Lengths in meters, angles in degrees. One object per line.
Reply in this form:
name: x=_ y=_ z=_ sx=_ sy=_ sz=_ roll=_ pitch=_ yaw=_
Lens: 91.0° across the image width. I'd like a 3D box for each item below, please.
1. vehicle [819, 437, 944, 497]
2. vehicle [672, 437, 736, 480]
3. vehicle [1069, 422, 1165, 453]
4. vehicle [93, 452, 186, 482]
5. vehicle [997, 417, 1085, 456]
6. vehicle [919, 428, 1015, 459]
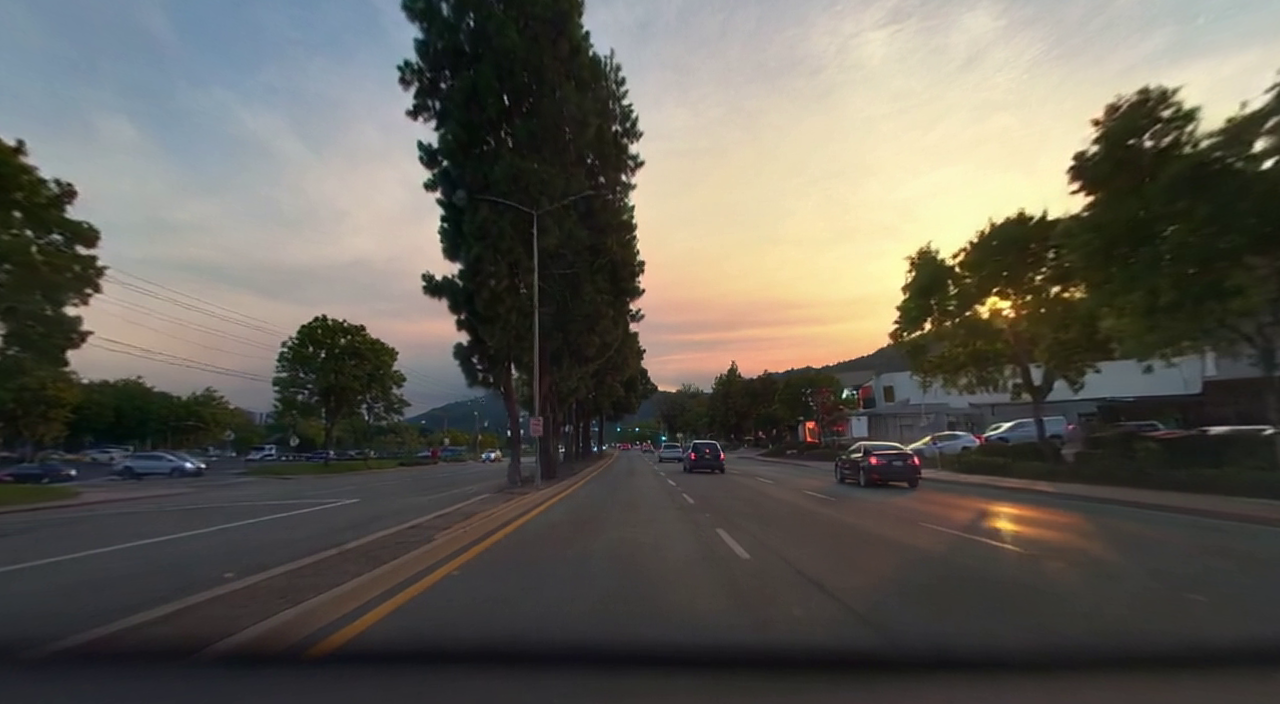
vehicle: x=6.833 y=3.270 z=18.338 sx=1.886 sy=1.528 sz=4.169 roll=0 pitch=-9 yaw=-1
vehicle: x=2.641 y=4.531 z=27.077 sx=2.161 sy=1.676 sz=4.151 roll=0 pitch=-9 yaw=-2
vehicle: x=33.334 y=6.059 z=44.269 sx=2.307 sy=2.019 sz=5.604 roll=0 pitch=-9 yaw=-1
vehicle: x=-33.739 y=7.721 z=42.612 sx=1.999 sy=1.834 sz=4.697 roll=-1 pitch=-9 yaw=9
vehicle: x=28.135 y=6.015 z=44.449 sx=2.438 sy=2.602 sz=5.677 roll=0 pitch=-9 yaw=0
vehicle: x=22.773 y=6.451 z=44.309 sx=2.858 sy=2.005 sz=6.831 roll=0 pitch=-8 yaw=-3
